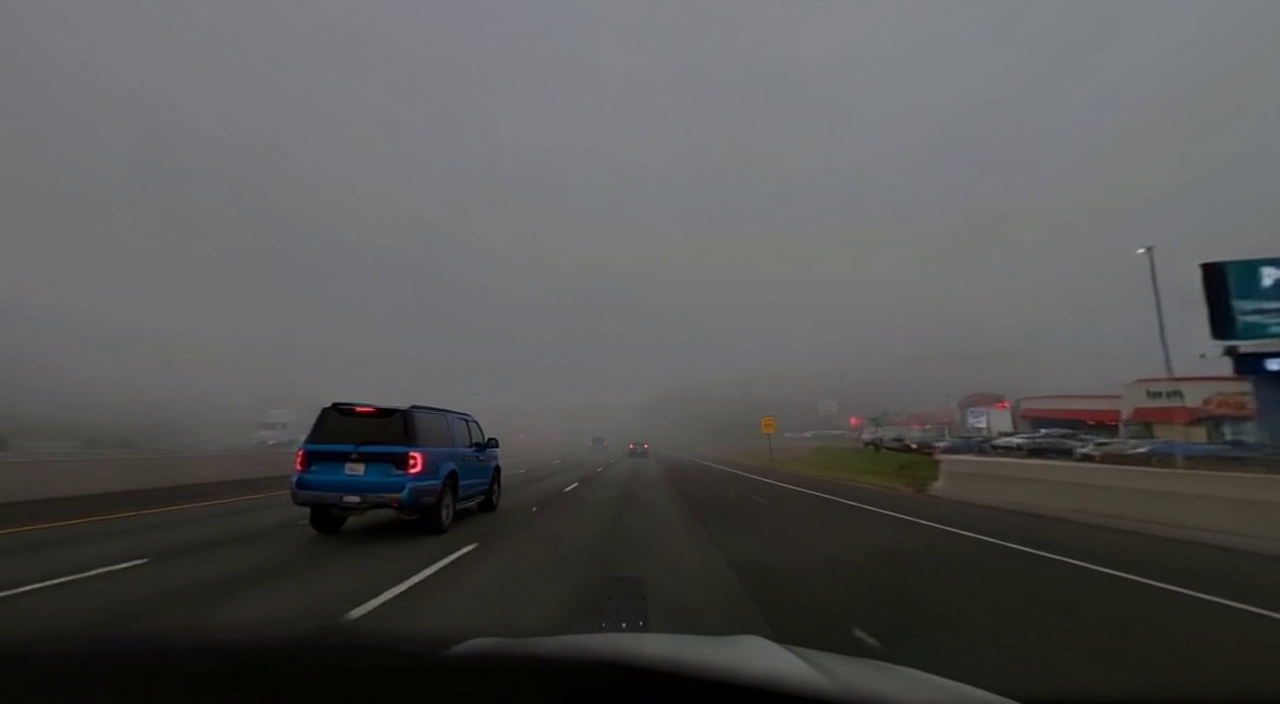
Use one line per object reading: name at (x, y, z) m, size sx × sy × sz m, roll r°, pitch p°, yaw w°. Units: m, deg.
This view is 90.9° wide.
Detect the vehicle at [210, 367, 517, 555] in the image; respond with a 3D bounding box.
vehicle at (-3.826, 1.702, 10.401) m, size 2.352 × 2.209 × 5.802 m, roll 0°, pitch -8°, yaw 1°

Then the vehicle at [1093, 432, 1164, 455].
vehicle at (38.253, 7.174, 49.426) m, size 4.338 × 1.705 × 1.983 m, roll 2°, pitch -9°, yaw -13°

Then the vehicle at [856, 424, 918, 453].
vehicle at (16.669, 5.907, 42.862) m, size 2.044 × 1.792 × 5.081 m, roll 0°, pitch -8°, yaw -1°
